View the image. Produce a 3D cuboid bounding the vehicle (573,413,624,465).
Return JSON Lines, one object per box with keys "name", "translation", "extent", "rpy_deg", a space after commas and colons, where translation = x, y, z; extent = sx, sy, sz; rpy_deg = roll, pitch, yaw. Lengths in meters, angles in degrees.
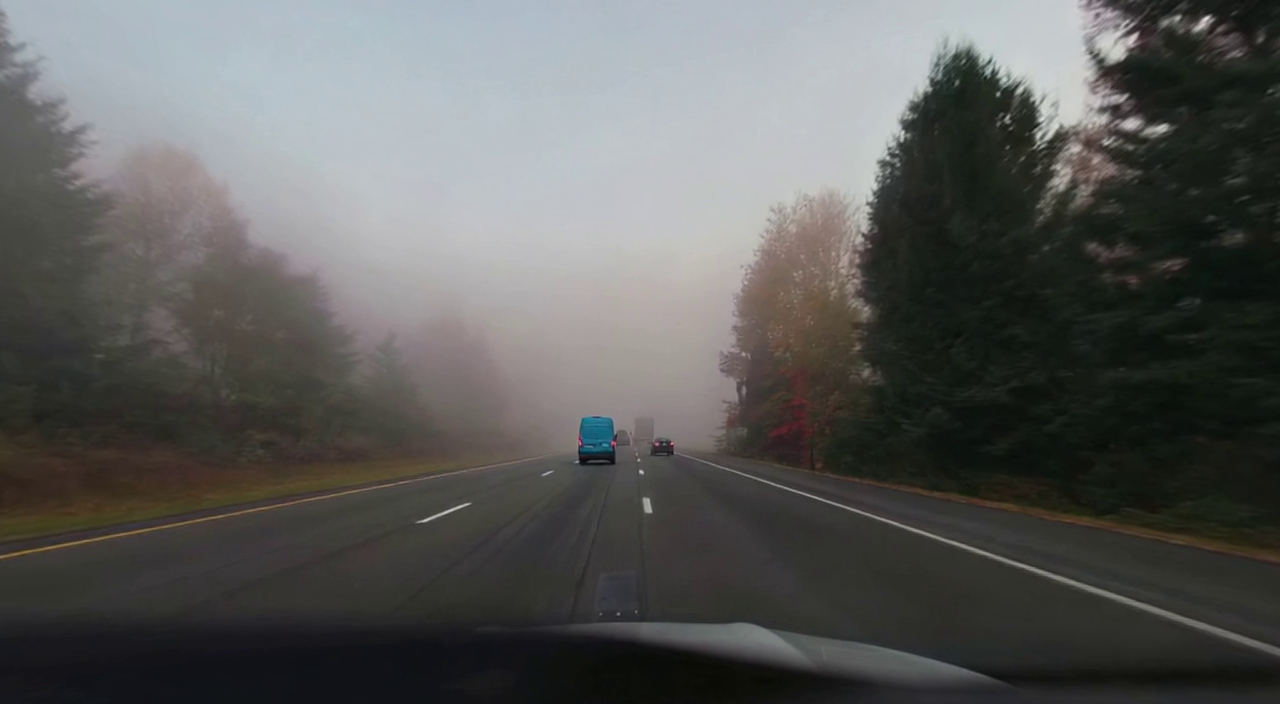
{"name": "vehicle", "translation": [-2.164, 4.764, 34.587], "extent": [2.389, 2.637, 5.437], "rpy_deg": [0, -8, 1]}
